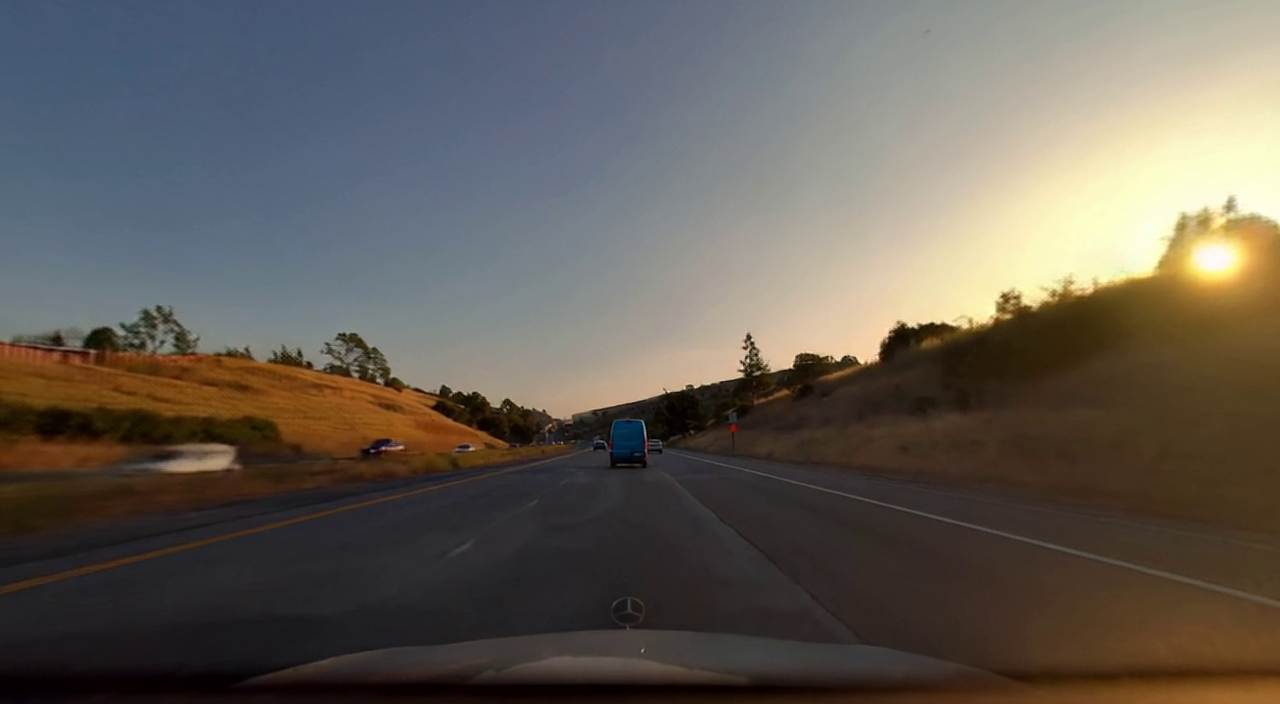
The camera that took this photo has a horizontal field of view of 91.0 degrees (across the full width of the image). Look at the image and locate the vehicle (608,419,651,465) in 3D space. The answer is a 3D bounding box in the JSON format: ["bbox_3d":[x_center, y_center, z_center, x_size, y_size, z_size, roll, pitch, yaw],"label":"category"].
[{"bbox_3d":[-0.613,5.259,36.662,2.329,2.483,5.428,0,-8,-1],"label":"vehicle"}]
